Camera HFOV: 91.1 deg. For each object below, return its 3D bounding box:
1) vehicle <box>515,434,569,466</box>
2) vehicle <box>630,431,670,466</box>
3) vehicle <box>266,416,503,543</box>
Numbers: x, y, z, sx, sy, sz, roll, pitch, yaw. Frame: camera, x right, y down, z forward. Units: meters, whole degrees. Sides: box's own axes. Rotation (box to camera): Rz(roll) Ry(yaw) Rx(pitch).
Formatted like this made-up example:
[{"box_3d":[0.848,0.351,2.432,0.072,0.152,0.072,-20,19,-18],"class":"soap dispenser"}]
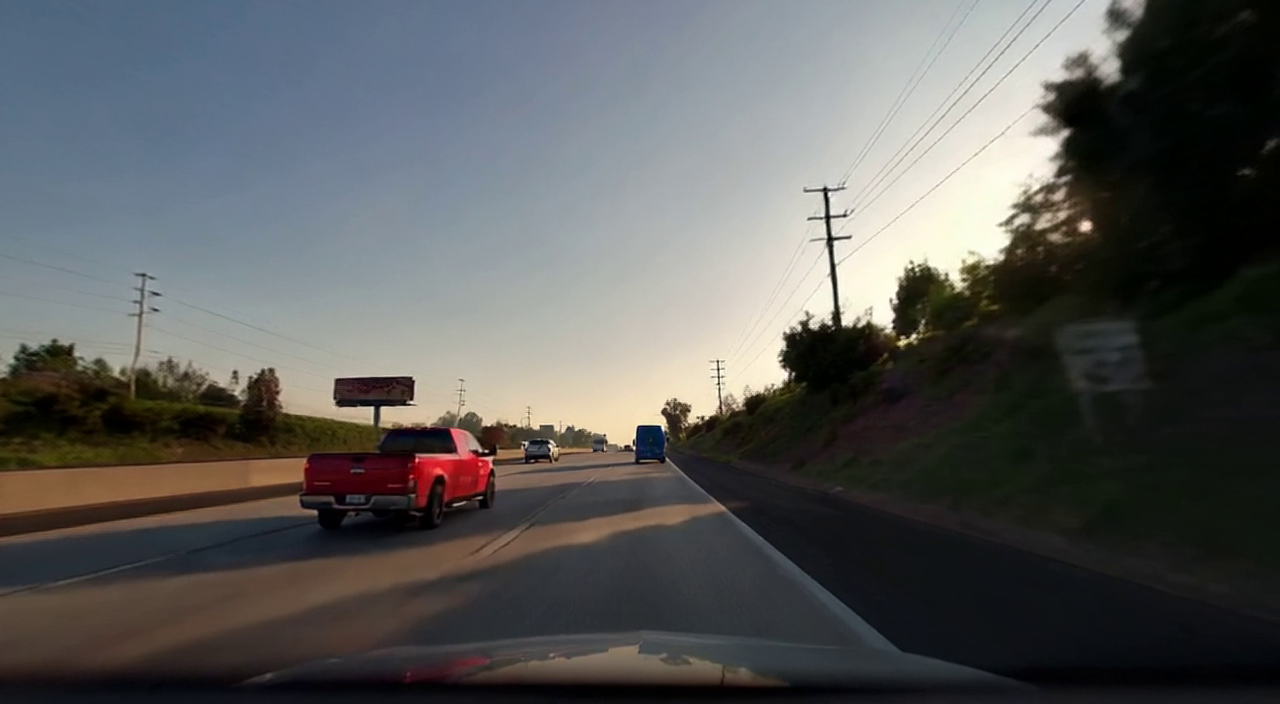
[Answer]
[{"box_3d":[-6.819,6.922,44.575,2.695,2.084,6.836,0,-8,1],"class":"vehicle"},{"box_3d":[0.708,6.808,44.608,2.692,2.279,5.695,0,-8,1],"class":"vehicle"},{"box_3d":[-4.061,2.114,11.112,2.145,1.730,4.729,0,-8,1],"class":"vehicle"}]
